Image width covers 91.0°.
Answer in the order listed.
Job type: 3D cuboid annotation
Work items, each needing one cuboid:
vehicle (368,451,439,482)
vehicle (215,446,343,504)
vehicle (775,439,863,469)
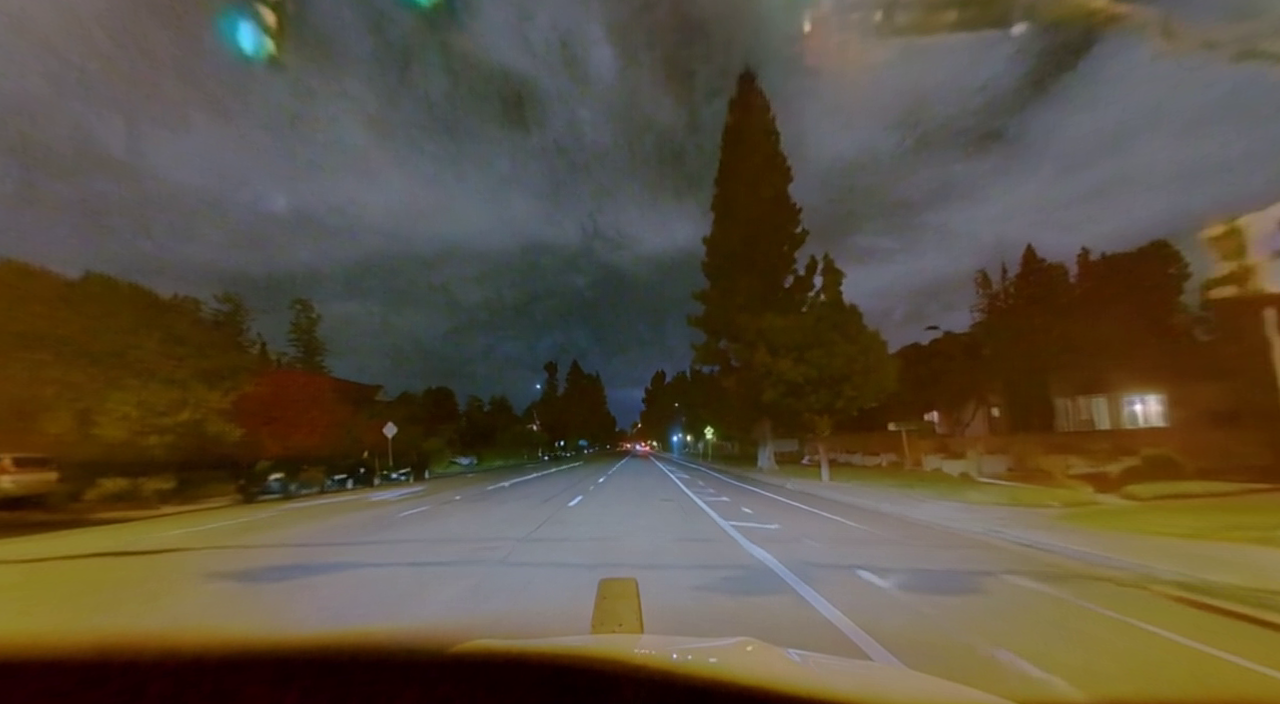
[{"bbox_3d":[-12.156,5.948,32.734,1.888,1.477,4.629,-1,-10,0],"label":"vehicle"},{"bbox_3d":[-12.111,4.149,21.511,1.932,1.673,4.314,-3,-10,-2],"label":"vehicle"},{"bbox_3d":[11.267,6.455,39.829,4.880,1.842,2.069,0,-9,-1],"label":"vehicle"}]
